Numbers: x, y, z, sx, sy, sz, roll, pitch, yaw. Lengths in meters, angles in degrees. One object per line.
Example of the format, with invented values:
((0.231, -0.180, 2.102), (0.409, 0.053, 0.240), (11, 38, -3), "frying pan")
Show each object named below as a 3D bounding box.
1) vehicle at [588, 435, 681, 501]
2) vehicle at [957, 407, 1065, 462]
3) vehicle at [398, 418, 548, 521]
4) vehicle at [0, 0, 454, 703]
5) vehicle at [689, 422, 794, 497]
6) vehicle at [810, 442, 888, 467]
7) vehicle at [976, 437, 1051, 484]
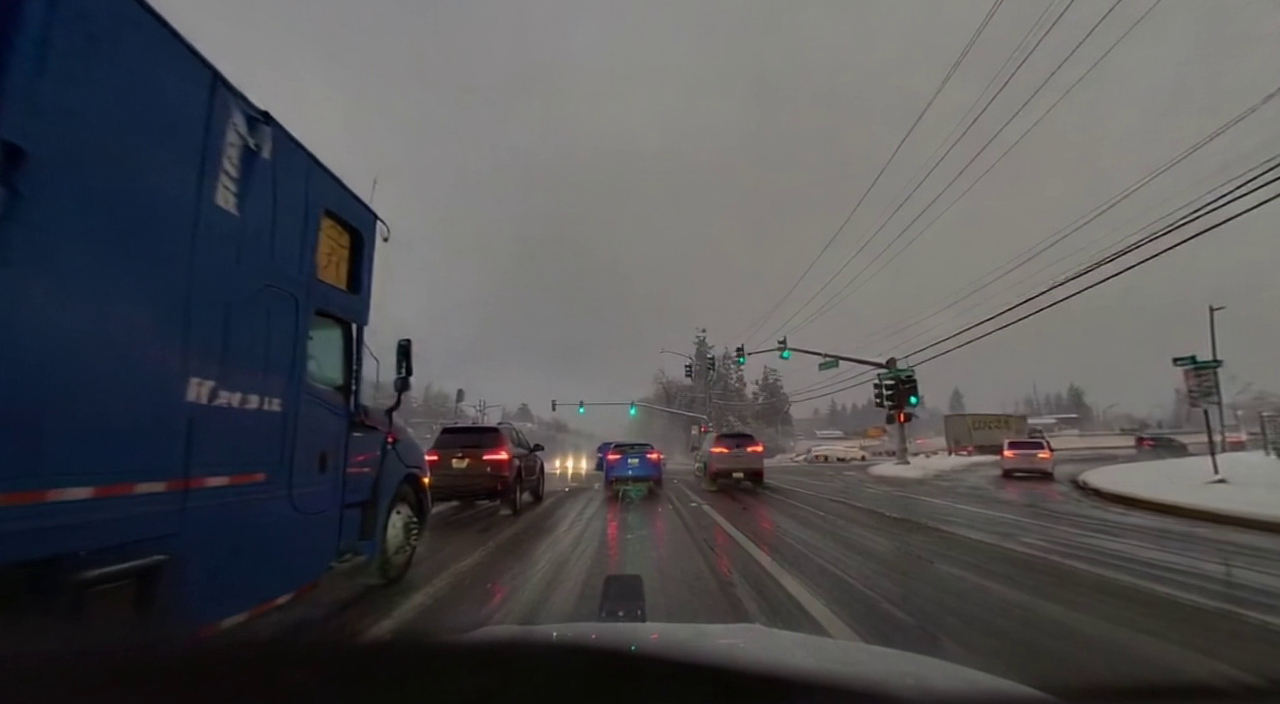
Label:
((-0.183, 2.964, 16.543), (2.117, 1.499, 4.036), (0, -8, -1), "vehicle")
((24.997, 5.567, 42.516), (6.670, 3.450, 2.666), (4, -9, -24), "vehicle")
((-3.300, 2.424, 13.556), (1.994, 1.806, 4.564), (0, -8, -1), "vehicle")
((-3.379, 0.080, 2.616), (2.889, 3.347, 8.285), (0, -8, -2), "vehicle")
((2.698, 3.011, 18.047), (2.086, 1.849, 4.607), (0, -8, -2), "vehicle")
((13.286, 6.503, 40.150), (4.423, 1.495, 1.849), (3, -9, -19), "vehicle")
((14.522, 4.199, 24.792), (2.102, 1.662, 4.533), (-4, -9, 26), "vehicle")
